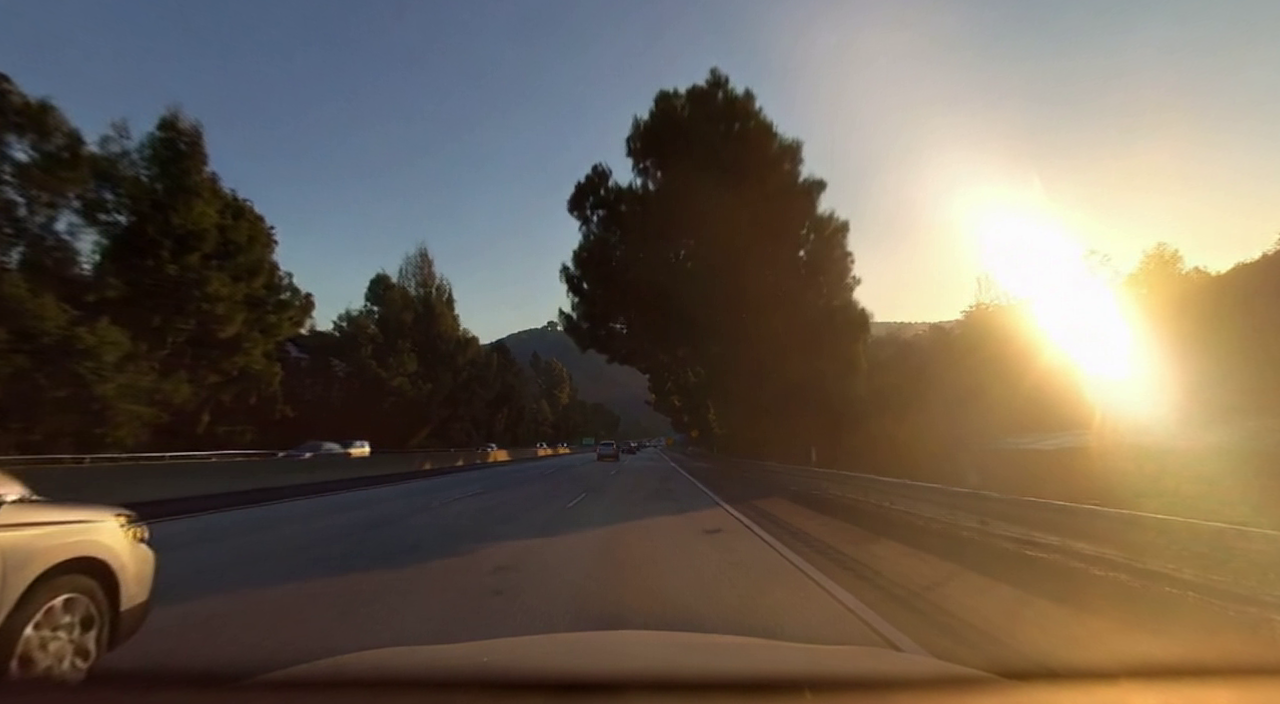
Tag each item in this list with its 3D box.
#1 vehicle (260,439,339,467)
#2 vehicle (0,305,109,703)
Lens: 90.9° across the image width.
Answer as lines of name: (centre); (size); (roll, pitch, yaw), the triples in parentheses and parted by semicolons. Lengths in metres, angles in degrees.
vehicle: (-21.010, 6.222, 39.184); (1.972, 1.625, 4.971); (0, -8, 2)
vehicle: (-4.131, 0.422, 0.345); (2.316, 1.970, 5.966); (0, -8, 2)
